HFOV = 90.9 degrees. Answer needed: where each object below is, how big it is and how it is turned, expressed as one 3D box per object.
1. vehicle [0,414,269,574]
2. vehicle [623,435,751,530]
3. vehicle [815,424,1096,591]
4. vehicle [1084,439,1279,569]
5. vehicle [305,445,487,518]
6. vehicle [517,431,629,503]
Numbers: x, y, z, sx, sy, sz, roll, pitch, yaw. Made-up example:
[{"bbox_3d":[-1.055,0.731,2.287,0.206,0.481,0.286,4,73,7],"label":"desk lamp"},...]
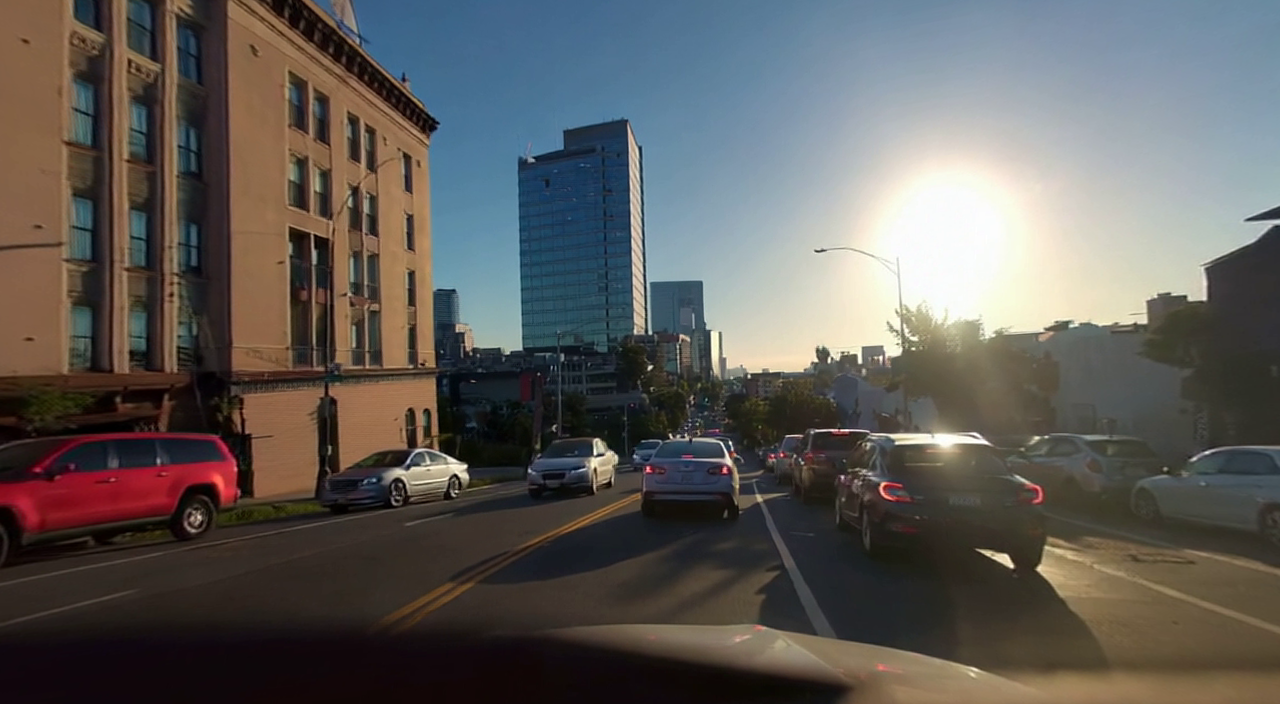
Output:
[{"bbox_3d":[-7.791,1.942,8.824,1.934,1.770,4.546,-9,-9,9],"label":"vehicle"},{"bbox_3d":[1.015,2.341,11.920,2.031,1.461,3.763,-1,-8,9],"label":"vehicle"},{"bbox_3d":[3.503,1.748,8.023,1.982,1.510,4.144,-1,-9,9],"label":"vehicle"},{"bbox_3d":[8.700,2.014,8.980,1.901,1.500,4.729,-1,-8,9],"label":"vehicle"},{"bbox_3d":[-5.740,3.059,15.532,1.928,1.503,4.322,-2,-9,15],"label":"vehicle"},{"bbox_3d":[-1.701,3.140,17.754,2.030,1.730,4.453,-1,-8,9],"label":"vehicle"}]
